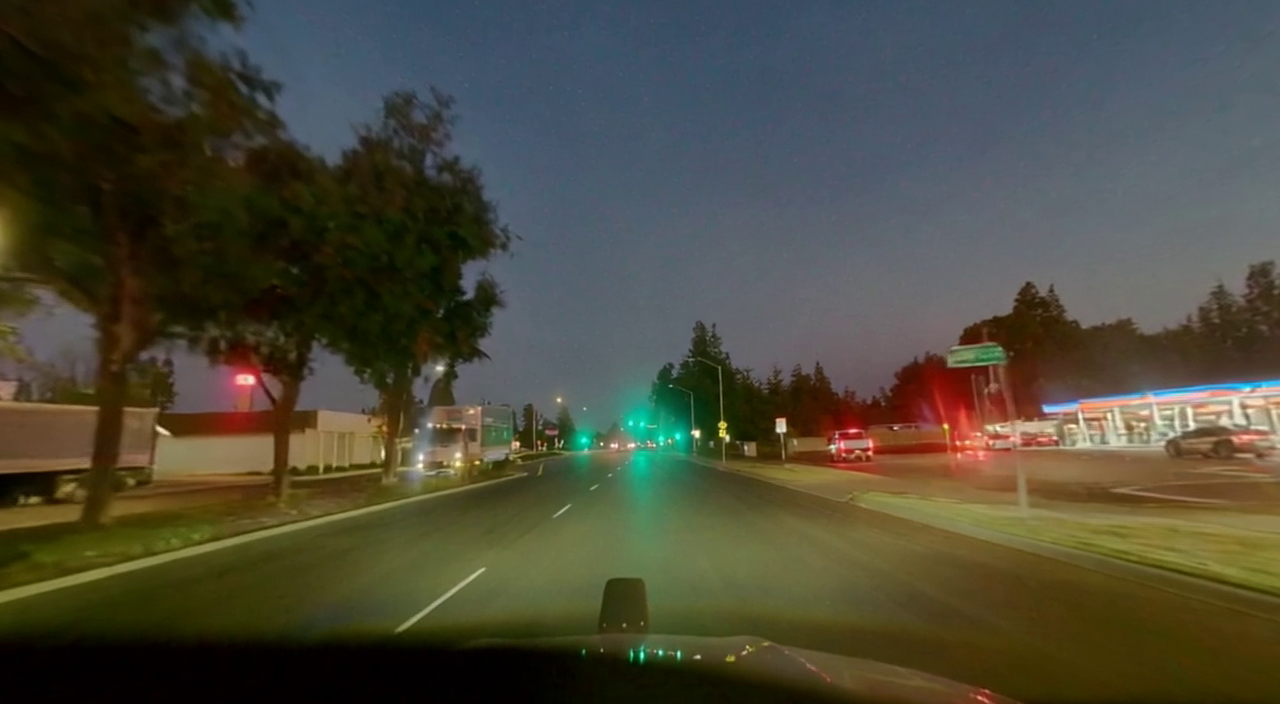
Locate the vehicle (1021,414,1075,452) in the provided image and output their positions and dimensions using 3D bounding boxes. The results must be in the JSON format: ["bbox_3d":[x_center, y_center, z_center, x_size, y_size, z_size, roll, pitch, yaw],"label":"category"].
[{"bbox_3d":[30.084,5.938,46.343,2.454,2.572,5.082,-9,-10,39],"label":"vehicle"}]

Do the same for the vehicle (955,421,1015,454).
[{"bbox_3d":[24.027,6.001,43.741,2.675,2.108,5.607,-7,-11,37],"label":"vehicle"}]

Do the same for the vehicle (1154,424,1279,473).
[{"bbox_3d":[23.808,3.857,25.103,4.999,1.814,2.158,-7,-11,39],"label":"vehicle"}]

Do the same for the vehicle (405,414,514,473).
[{"bbox_3d":[-10.881,5.816,40.079,3.031,3.093,13.352,0,-9,0],"label":"vehicle"}]

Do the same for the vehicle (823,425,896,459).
[{"bbox_3d":[14.459,5.983,41.745,4.203,2.206,1.934,-1,-9,7],"label":"vehicle"}]

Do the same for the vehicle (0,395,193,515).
[{"bbox_3d":[-19.137,3.129,19.277,2.958,3.304,10.523,0,-9,1],"label":"vehicle"}]
